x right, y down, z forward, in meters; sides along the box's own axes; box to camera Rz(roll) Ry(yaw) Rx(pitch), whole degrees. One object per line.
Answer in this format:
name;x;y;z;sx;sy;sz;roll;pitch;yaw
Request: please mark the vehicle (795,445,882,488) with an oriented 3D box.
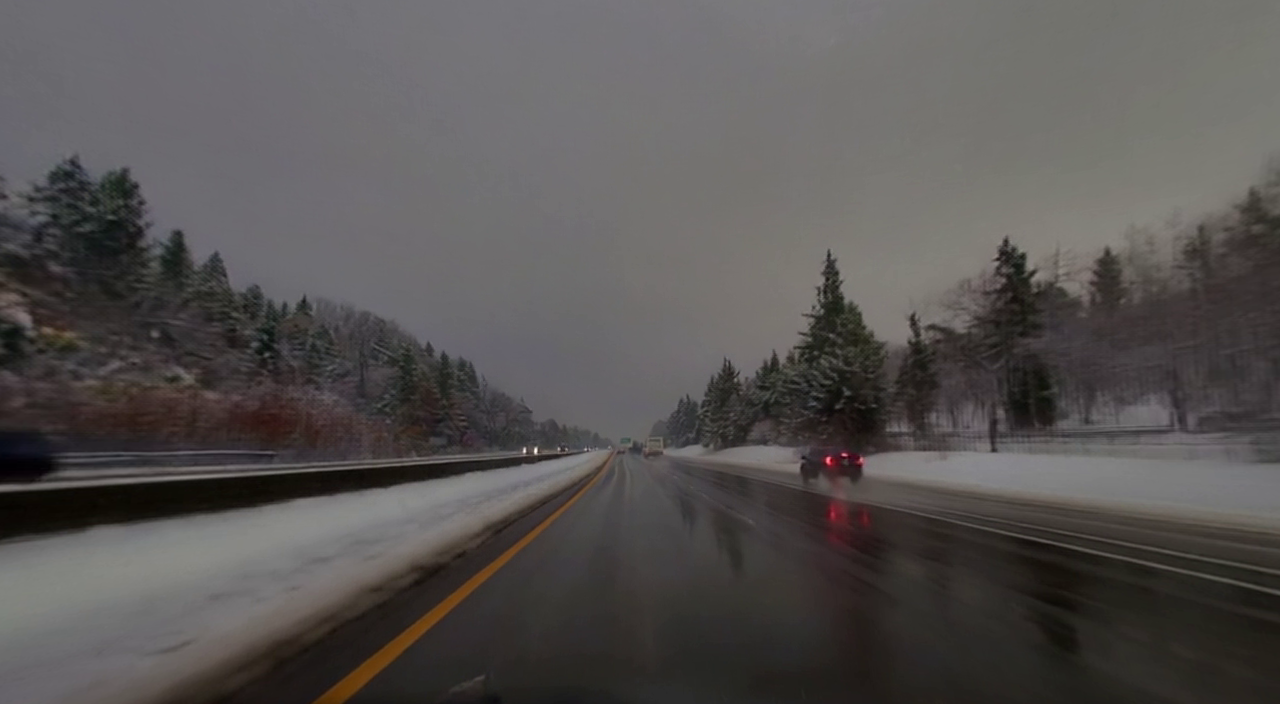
vehicle;7.402;4.311;23.890;1.942;1.462;3.926;0;-9;-1
